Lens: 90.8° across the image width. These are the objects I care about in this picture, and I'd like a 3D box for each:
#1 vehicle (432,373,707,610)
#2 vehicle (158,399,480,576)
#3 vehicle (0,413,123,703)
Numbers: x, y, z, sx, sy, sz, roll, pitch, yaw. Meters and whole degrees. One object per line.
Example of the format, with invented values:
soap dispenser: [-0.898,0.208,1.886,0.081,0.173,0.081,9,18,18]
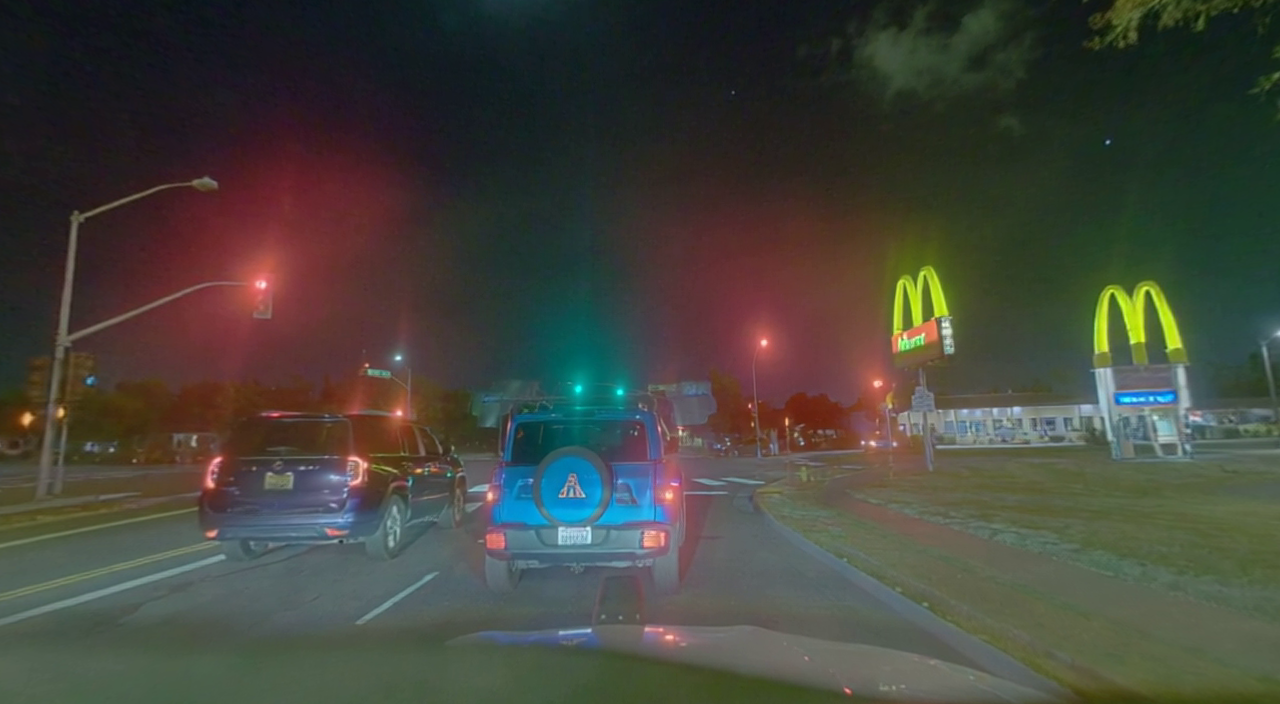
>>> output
vehicle: [-0.616,1.479,7.557,2.224,1.923,4.643,0,-8,-1]
vehicle: [-3.909,1.739,8.870,2.130,1.819,4.497,0,-8,0]
vehicle: [-3.888,0.778,1.234,1.941,1.479,4.541,0,-8,-1]
